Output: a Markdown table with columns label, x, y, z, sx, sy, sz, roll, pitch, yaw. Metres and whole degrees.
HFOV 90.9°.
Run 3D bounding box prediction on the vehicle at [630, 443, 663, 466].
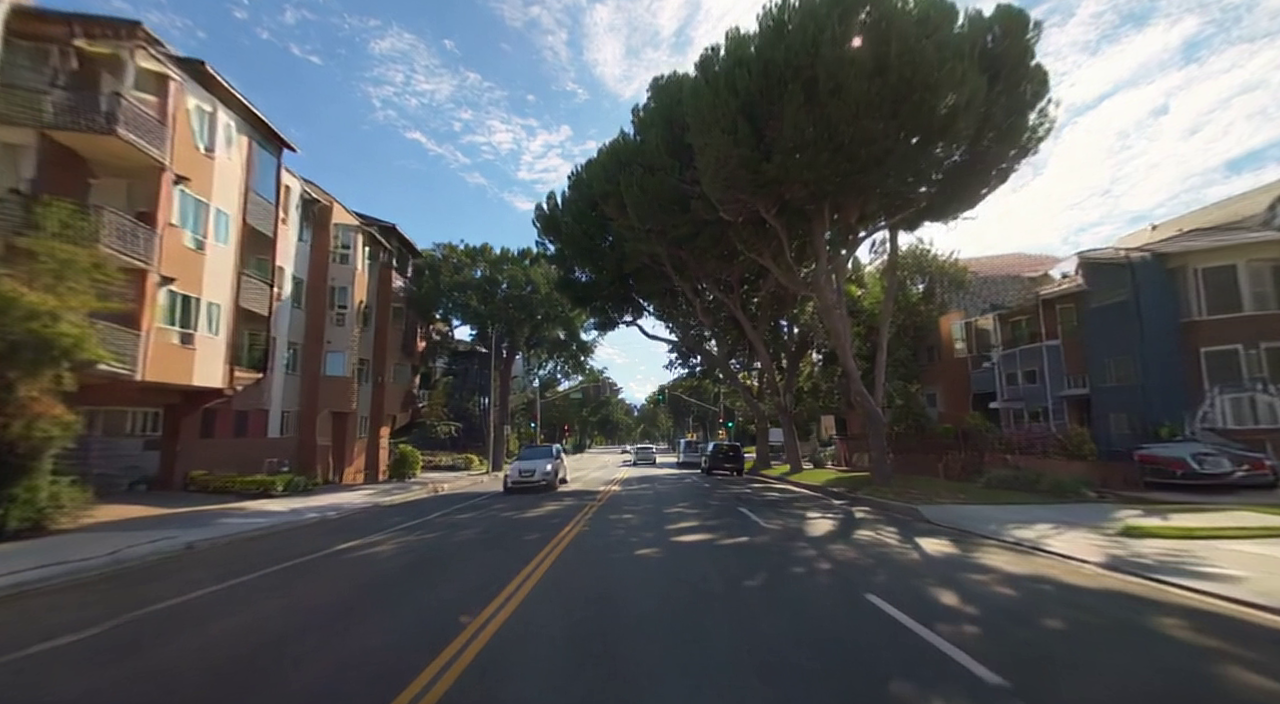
| label | x | y | z | sx | sy | sz | roll | pitch | yaw |
| --- | --- | --- | --- | --- | --- | --- | --- | --- | --- |
| vehicle | 0.370 | 6.880 | 42.460 | 2.097 | 1.463 | 4.043 | 0 | -9 | -1 |

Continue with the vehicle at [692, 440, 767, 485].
| label | x | y | z | sx | sy | sz | roll | pitch | yaw |
| --- | --- | --- | --- | --- | --- | --- | --- | --- | --- |
| vehicle | 3.222 | 4.077 | 23.636 | 2.078 | 1.488 | 4.741 | 0 | -8 | 0 |

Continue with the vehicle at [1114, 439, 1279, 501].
| label | x | y | z | sx | sy | sz | roll | pitch | yaw |
| --- | --- | --- | --- | --- | --- | --- | --- | --- | --- |
| vehicle | 17.893 | 3.735 | 20.383 | 1.831 | 1.778 | 3.787 | 1 | -9 | -7 |

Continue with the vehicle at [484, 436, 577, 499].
| label | x | y | z | sx | sy | sz | roll | pitch | yaw |
| --- | --- | --- | --- | --- | --- | --- | --- | --- | --- |
| vehicle | -3.085 | 3.343 | 18.608 | 1.954 | 1.618 | 4.050 | 0 | -9 | 1 |

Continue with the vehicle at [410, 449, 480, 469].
| label | x | y | z | sx | sy | sz | roll | pitch | yaw |
| --- | --- | --- | --- | --- | --- | --- | --- | --- | --- |
| vehicle | -15.219 | 8.331 | 49.307 | 4.727 | 1.483 | 2.002 | -1 | -8 | 3 |
